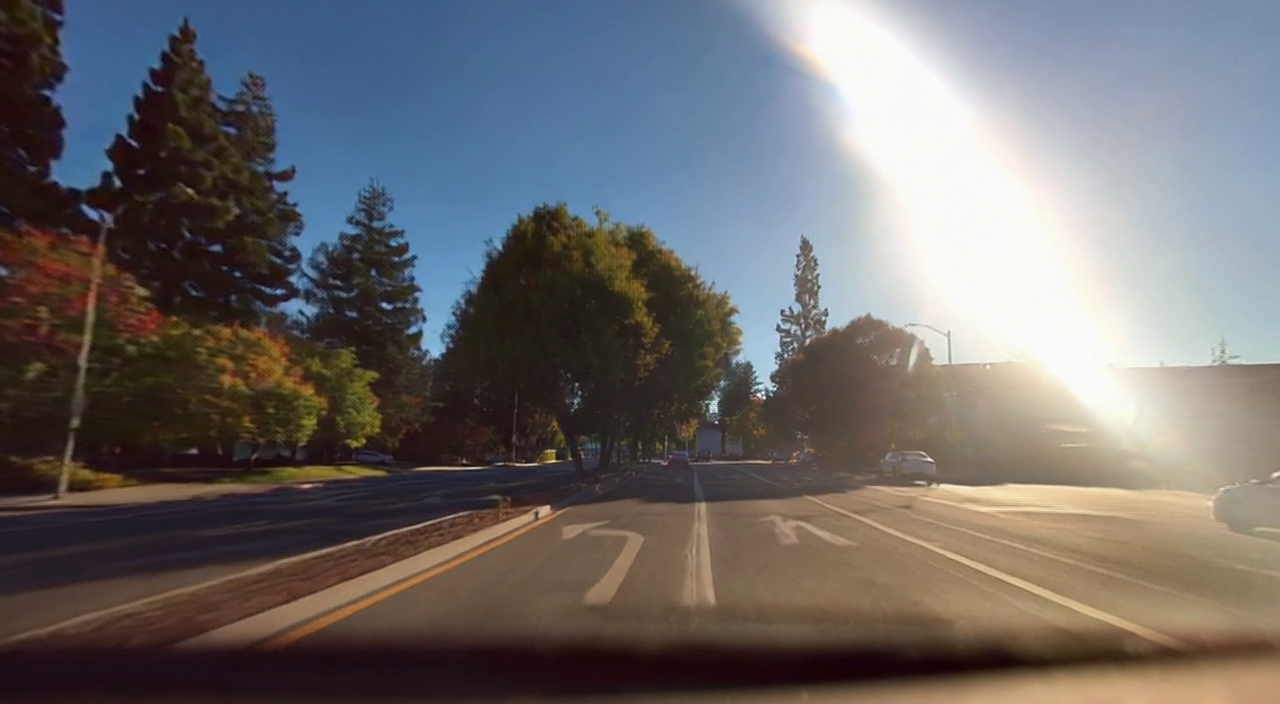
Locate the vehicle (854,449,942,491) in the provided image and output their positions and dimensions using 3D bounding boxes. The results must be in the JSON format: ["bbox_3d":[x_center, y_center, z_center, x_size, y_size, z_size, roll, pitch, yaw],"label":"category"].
[{"bbox_3d":[10.050,4.601,24.960,2.020,1.472,3.958,-1,-9,4],"label":"vehicle"}]

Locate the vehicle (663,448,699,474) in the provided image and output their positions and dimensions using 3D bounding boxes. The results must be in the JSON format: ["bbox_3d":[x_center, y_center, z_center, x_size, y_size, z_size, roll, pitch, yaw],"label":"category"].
[{"bbox_3d":[2.492,6.586,38.503,2.077,1.477,3.897,-1,-9,3],"label":"vehicle"}]
